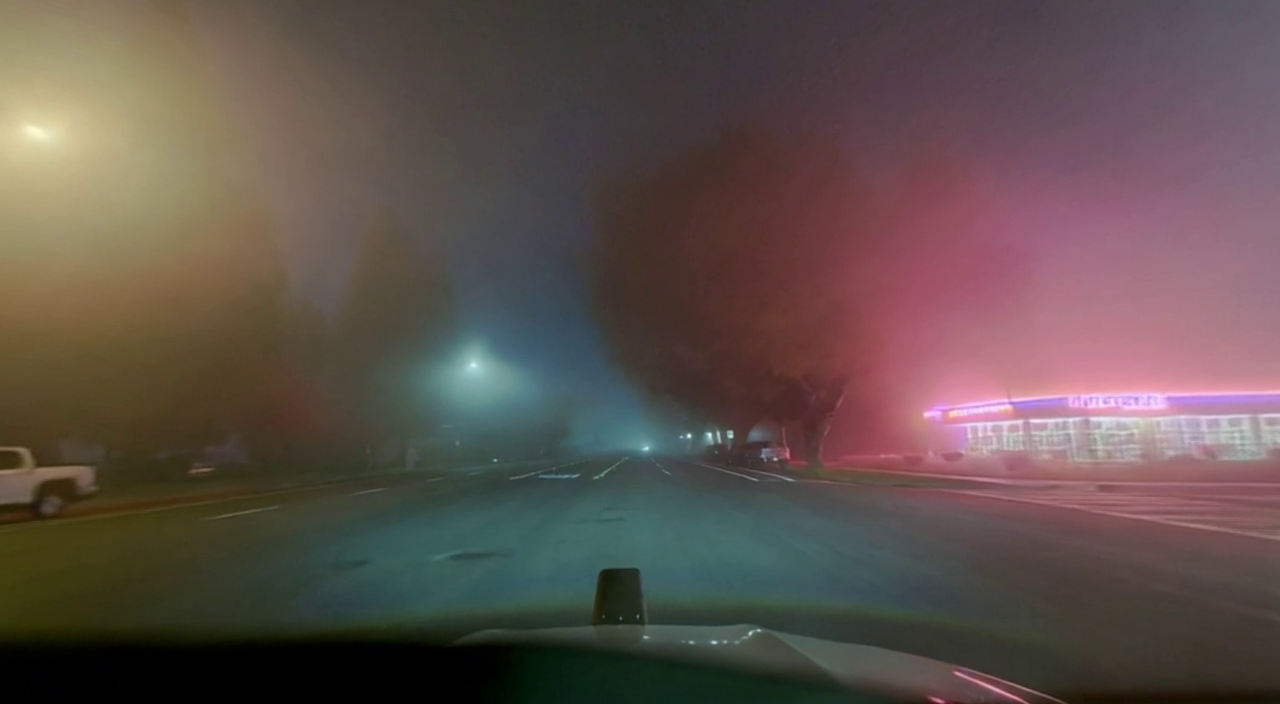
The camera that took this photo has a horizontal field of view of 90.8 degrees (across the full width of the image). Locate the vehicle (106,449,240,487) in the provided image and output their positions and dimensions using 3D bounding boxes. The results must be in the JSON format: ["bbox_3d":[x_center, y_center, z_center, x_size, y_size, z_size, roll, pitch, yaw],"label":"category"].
[{"bbox_3d":[-20.533,5.107,27.971,4.193,1.583,2.006,2,-9,-9],"label":"vehicle"}]

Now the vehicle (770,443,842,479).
[{"bbox_3d":[7.351,4.845,28.455,2.057,1.478,4.356,0,-8,0],"label":"vehicle"}]

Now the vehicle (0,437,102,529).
[{"bbox_3d":[-14.726,2.729,13.023,2.164,1.933,5.804,0,-8,0],"label":"vehicle"}]
